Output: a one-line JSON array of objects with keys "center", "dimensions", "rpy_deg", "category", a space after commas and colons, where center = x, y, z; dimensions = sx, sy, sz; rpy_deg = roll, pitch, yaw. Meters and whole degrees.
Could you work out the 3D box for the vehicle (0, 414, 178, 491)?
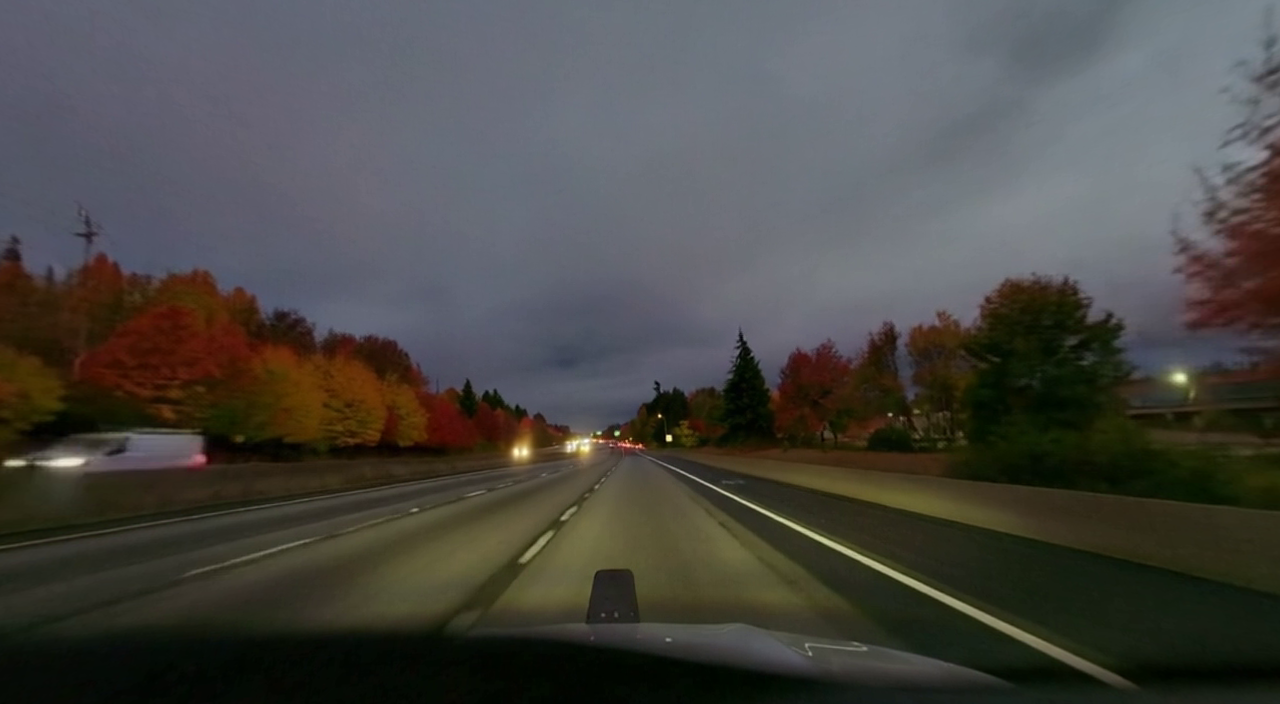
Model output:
[{"center": [-19.691, 3.425, 21.493], "dimensions": [2.454, 2.194, 6.881], "rpy_deg": [0, -9, 0], "category": "vehicle"}]
